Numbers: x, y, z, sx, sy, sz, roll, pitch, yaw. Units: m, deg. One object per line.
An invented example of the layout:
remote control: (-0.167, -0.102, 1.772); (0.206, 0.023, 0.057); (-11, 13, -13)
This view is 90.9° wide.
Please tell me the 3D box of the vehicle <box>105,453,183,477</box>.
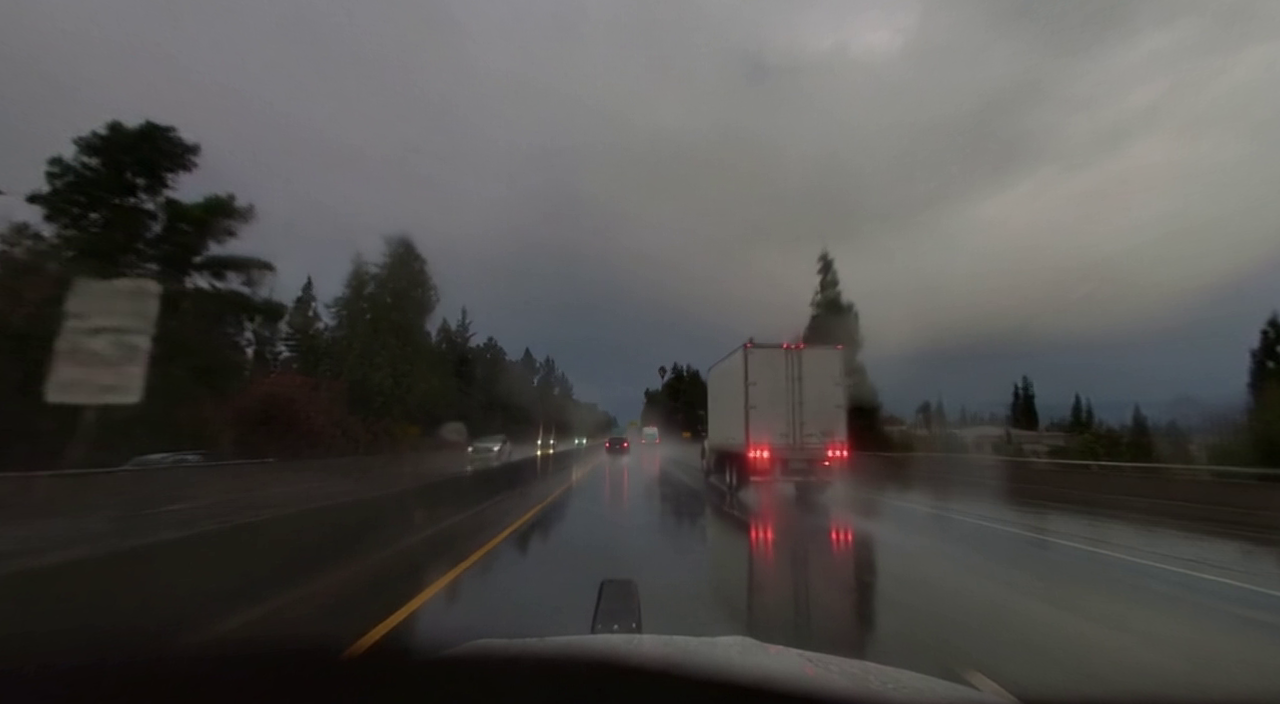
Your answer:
vehicle: (-35.694, 8.136, 45.539); (1.944, 1.482, 4.551); (0, -7, -1)

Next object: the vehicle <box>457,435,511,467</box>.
vehicle: (-9.157, 5.817, 37.363); (2.035, 1.768, 4.740); (0, -8, -1)

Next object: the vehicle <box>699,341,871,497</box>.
vehicle: (3.662, 2.041, 18.428); (2.921, 3.526, 8.207); (0, -8, -1)

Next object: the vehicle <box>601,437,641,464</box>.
vehicle: (-1.091, 5.745, 37.131); (2.259, 1.466, 3.693); (0, -7, -1)
